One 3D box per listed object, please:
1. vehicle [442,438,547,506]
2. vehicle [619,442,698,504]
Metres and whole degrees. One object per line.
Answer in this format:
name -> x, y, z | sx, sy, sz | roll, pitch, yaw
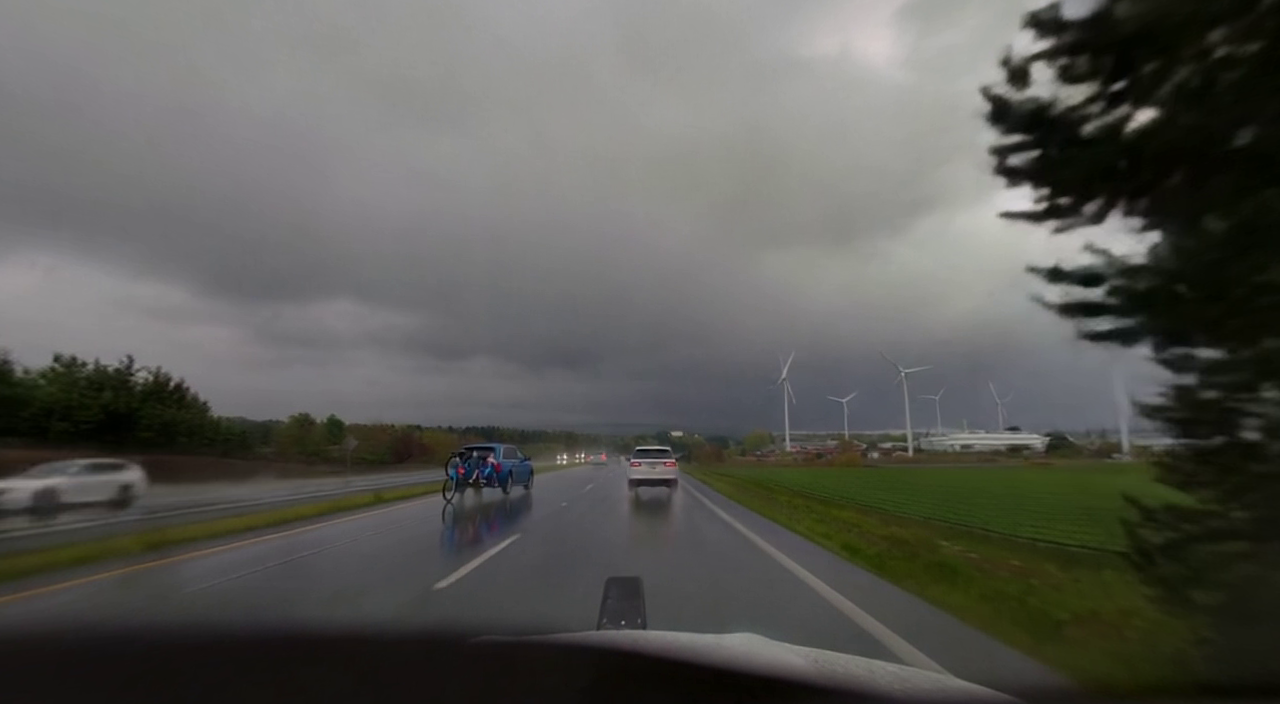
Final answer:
vehicle -> -3.955, 3.345, 17.891 | 1.962, 1.681, 4.033 | 0, -9, 1
vehicle -> 0.466, 3.495, 18.558 | 2.063, 1.582, 3.955 | 0, -9, -1
